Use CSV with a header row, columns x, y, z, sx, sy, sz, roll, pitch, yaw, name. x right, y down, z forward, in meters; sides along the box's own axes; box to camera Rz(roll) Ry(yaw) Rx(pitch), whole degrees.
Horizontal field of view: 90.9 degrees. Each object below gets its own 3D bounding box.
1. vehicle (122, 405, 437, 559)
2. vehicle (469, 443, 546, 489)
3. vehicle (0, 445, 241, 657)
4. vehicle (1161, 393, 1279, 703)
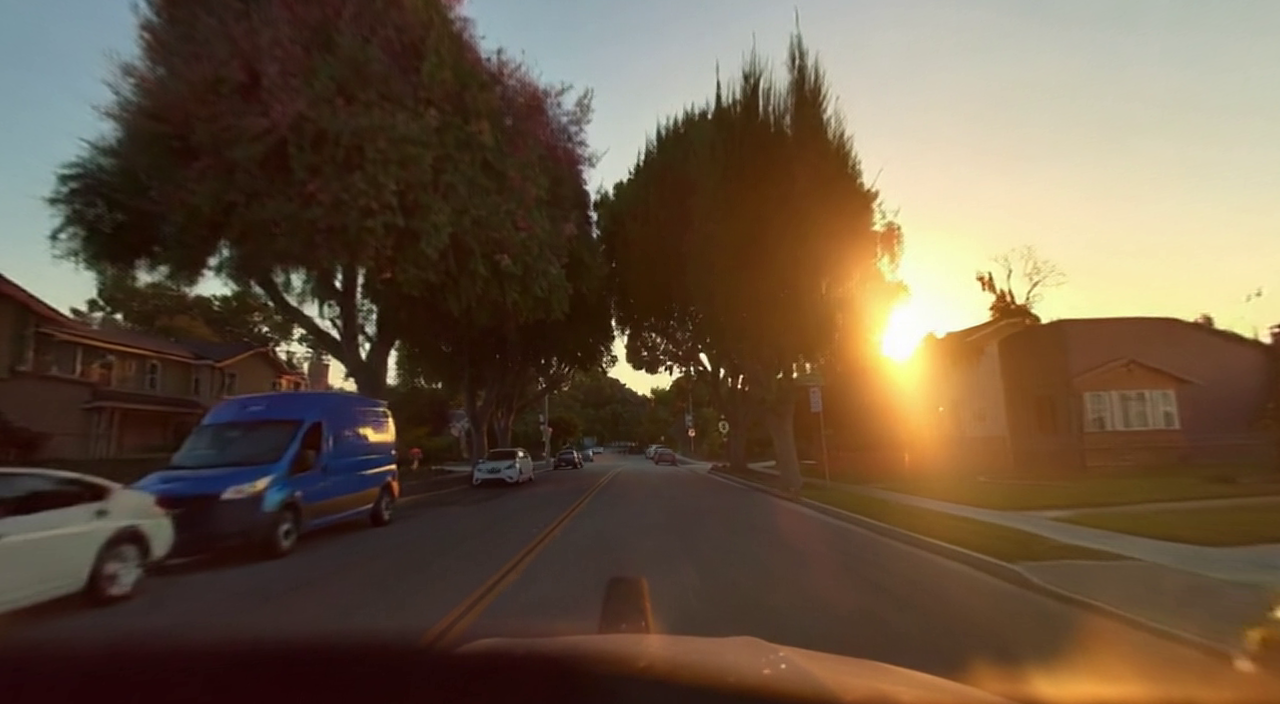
x,y,z,sx,sy,sz,roll,pitch,yaw,name
-5.640,2.099,11.070,2.315,2.008,5.343,0,-8,0,vehicle
-5.021,4.344,24.500,2.038,1.571,4.524,0,-8,0,vehicle
-5.620,1.503,4.890,1.909,1.517,4.580,0,-8,2,vehicle
3.197,0.643,0.343,1.945,1.514,4.552,0,-8,0,vehicle
